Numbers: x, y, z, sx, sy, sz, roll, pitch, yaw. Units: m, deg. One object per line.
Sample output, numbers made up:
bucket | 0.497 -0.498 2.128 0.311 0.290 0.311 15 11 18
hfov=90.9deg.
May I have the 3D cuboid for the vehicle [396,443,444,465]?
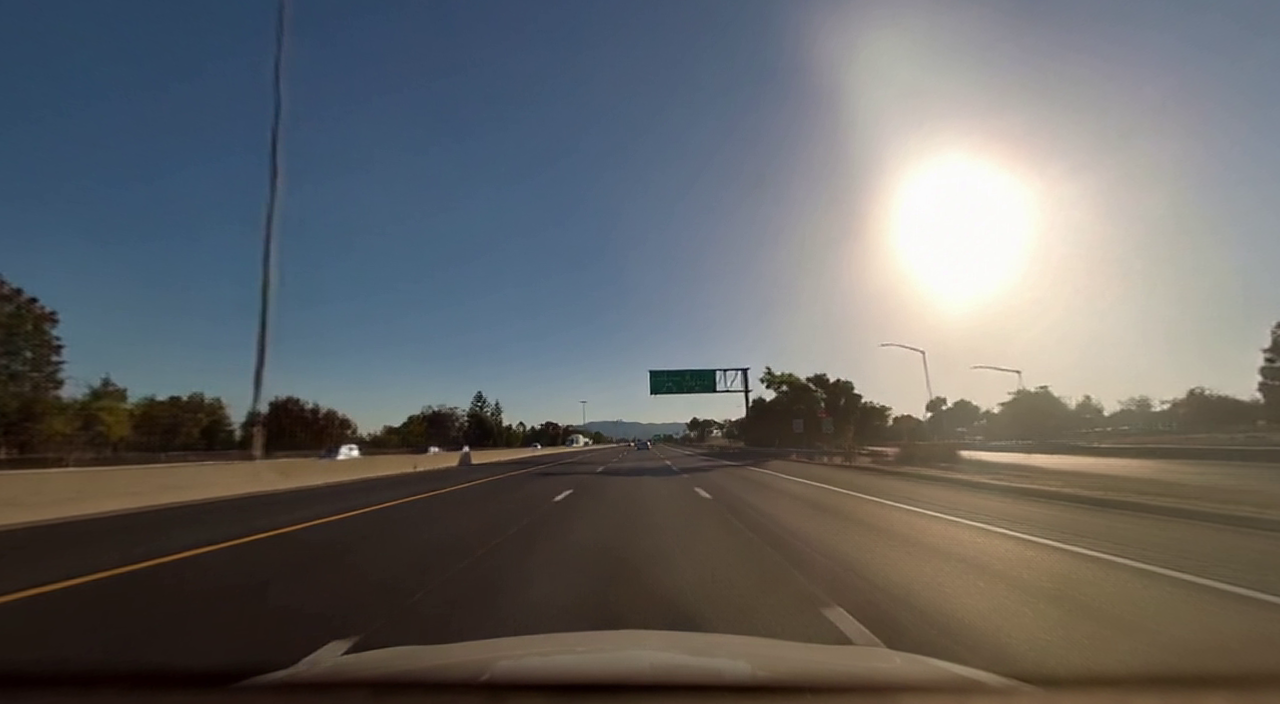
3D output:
vehicle | -15.966 7.400 45.982 1.855 1.473 4.456 0 -8 1
